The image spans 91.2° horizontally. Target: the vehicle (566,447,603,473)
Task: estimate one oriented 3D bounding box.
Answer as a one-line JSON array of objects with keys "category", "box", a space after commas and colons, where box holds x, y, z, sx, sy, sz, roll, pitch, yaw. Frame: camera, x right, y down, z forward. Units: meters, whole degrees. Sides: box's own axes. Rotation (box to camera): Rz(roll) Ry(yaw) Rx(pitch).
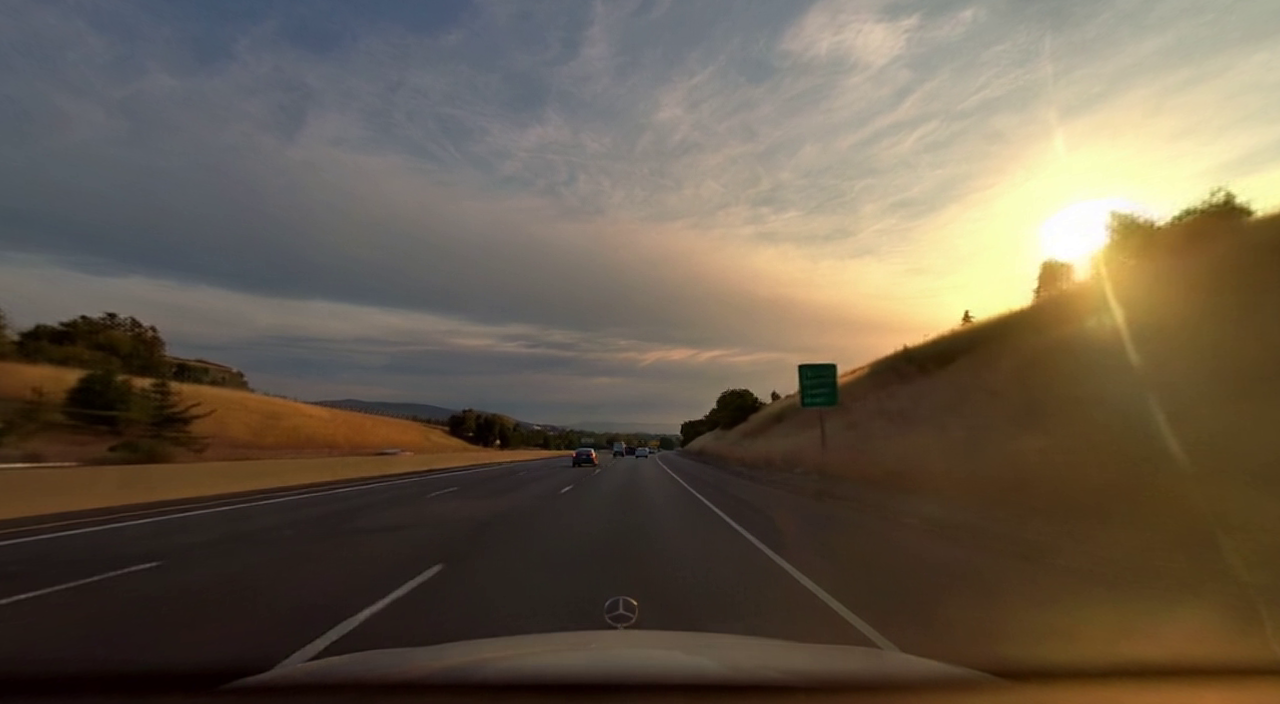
[{"category": "vehicle", "box": [-3.300, 6.509, 37.917, 1.895, 1.482, 3.852, 0, -9, 1]}]
